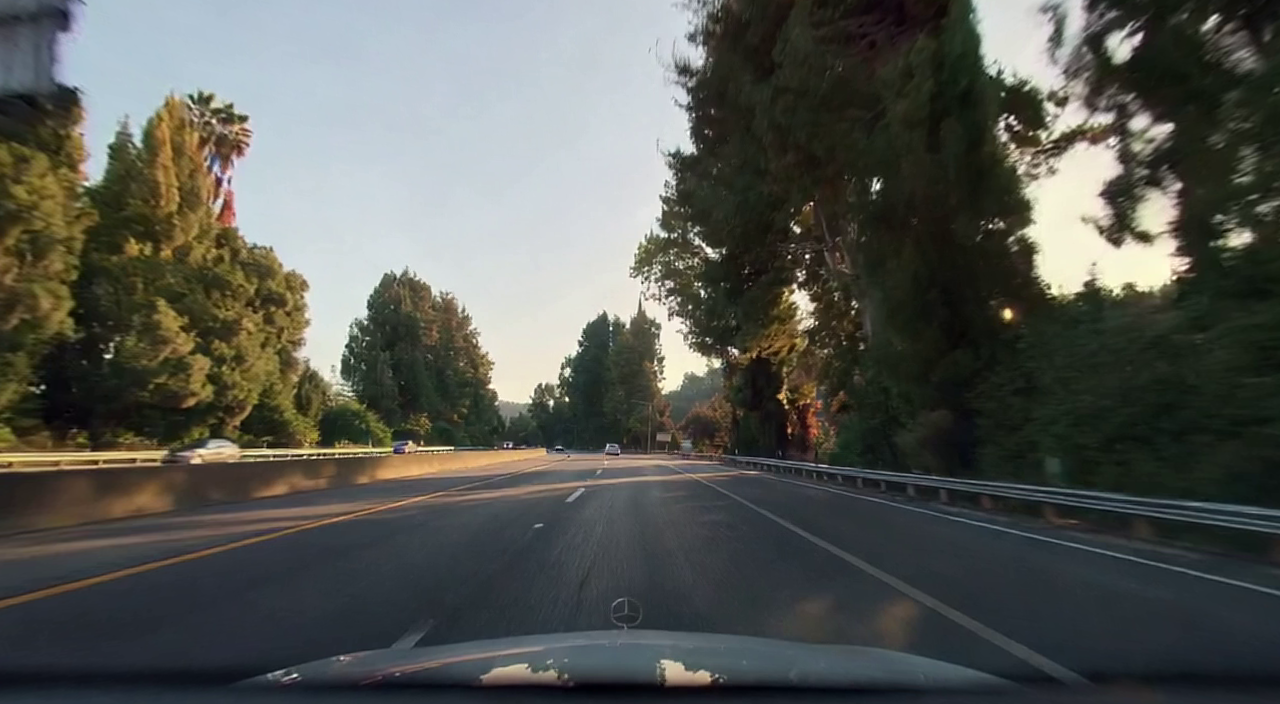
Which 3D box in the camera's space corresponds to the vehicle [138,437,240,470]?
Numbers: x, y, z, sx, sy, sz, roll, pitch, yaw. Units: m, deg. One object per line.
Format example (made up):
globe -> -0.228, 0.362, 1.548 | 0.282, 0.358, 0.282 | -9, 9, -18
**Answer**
vehicle -> -21.879, 4.931, 30.778 | 1.861, 1.491, 4.260 | 0, -9, -1
